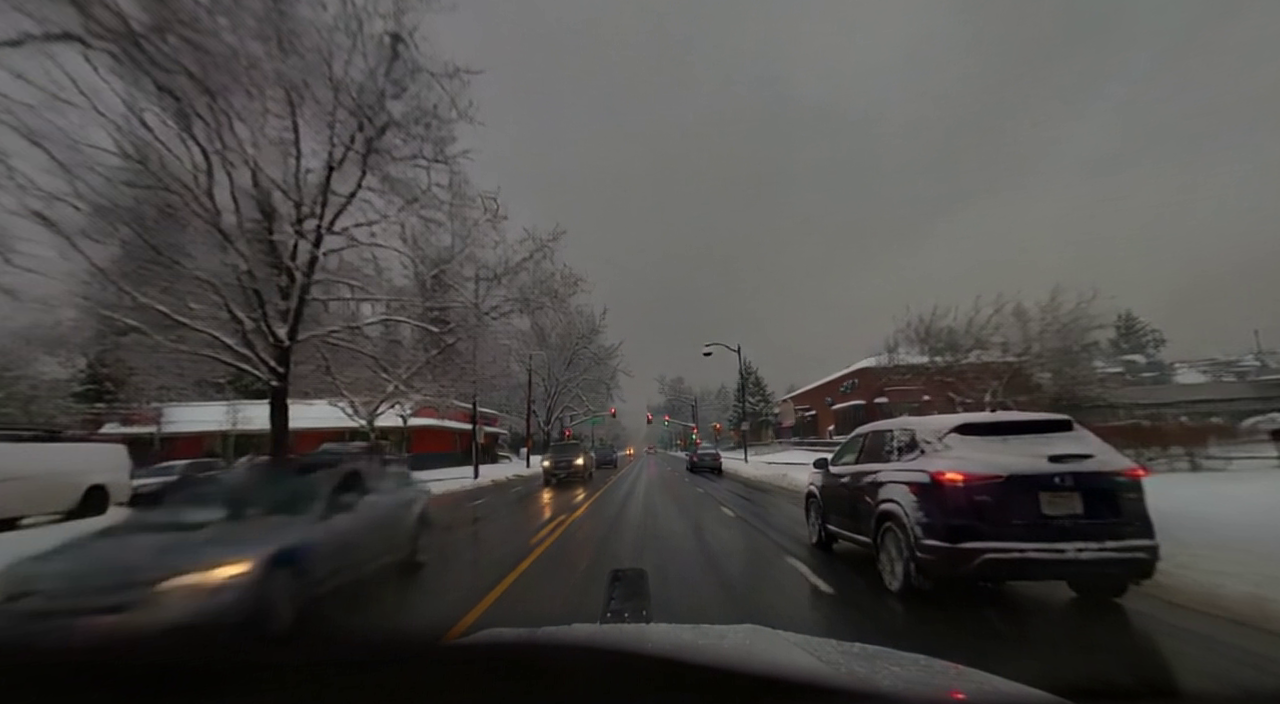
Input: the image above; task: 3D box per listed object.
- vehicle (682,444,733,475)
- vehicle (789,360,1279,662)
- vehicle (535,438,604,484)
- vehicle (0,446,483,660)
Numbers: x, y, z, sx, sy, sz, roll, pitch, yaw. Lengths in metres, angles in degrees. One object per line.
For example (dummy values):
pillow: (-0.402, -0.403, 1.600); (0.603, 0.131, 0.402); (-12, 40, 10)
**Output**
vehicle: (3.449, 5.622, 33.167); (2.072, 1.471, 4.834); (0, -9, -1)
vehicle: (3.305, 1.364, 6.540); (2.251, 1.861, 5.144); (0, -9, 0)
vehicle: (-3.136, 5.079, 29.707); (2.304, 1.886, 6.516); (0, -9, 2)
vehicle: (-3.316, 1.711, 6.540); (2.133, 1.439, 4.280); (0, -9, 2)
